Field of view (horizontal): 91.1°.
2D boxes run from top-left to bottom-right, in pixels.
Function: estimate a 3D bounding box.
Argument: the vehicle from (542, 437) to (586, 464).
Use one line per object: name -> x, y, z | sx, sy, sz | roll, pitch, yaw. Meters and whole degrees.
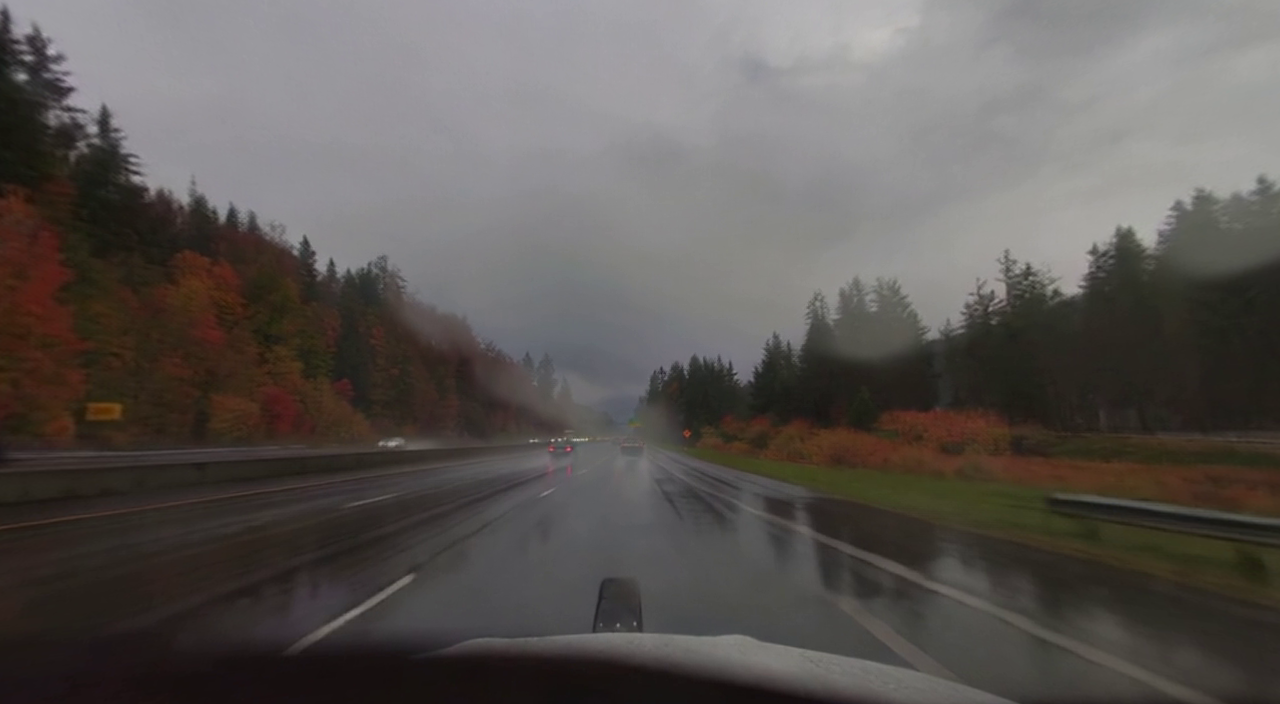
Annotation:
vehicle -> -4.442, 5.839, 37.383 | 2.004, 1.497, 4.260 | 0, -8, 1
